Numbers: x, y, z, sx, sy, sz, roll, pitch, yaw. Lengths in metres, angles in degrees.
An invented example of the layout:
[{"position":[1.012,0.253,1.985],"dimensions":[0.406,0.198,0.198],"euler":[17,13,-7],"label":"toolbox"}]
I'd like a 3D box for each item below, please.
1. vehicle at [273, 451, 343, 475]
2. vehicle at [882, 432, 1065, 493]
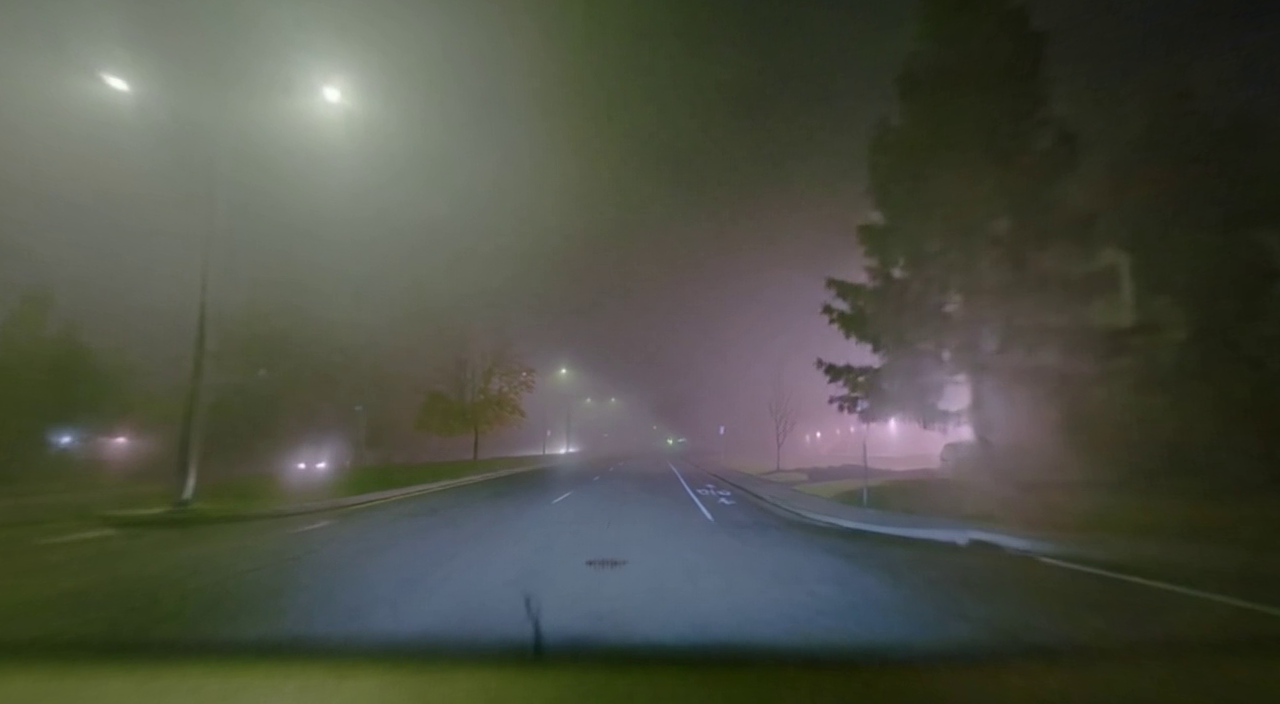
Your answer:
[{"position":[-21.915,7.326,41.947],"dimensions":[1.989,1.477,4.760],"euler":[0,-8,2],"label":"vehicle"},{"position":[10.284,3.411,19.877],"dimensions":[2.199,1.661,4.495],"euler":[5,-10,-30],"label":"vehicle"}]
